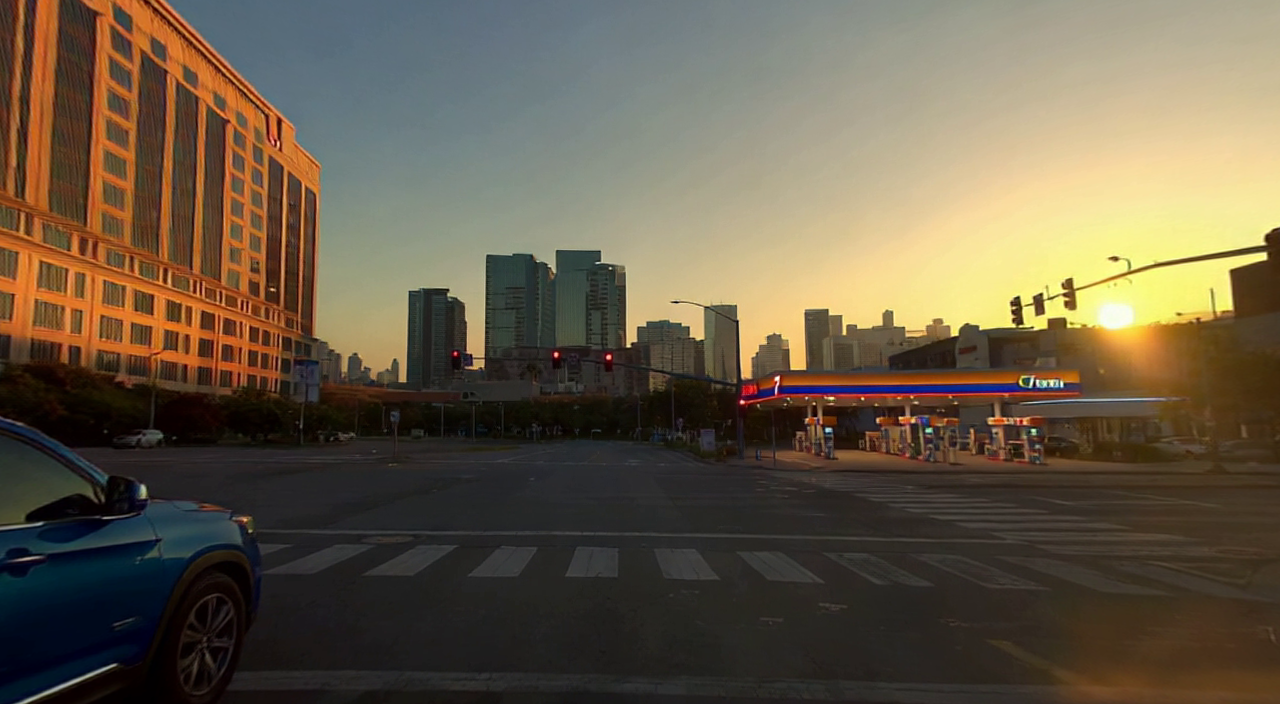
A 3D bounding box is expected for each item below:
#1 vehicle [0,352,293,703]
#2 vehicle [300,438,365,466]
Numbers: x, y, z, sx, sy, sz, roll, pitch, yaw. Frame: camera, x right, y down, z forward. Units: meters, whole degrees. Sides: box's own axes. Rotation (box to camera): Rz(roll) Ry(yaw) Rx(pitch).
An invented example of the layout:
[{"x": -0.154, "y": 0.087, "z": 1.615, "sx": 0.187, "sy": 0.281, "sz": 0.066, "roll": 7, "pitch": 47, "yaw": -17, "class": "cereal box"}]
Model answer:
[{"x": -3.423, "y": 0.806, "z": 2.038, "sx": 2.053, "sy": 1.690, "sz": 4.364, "roll": 0, "pitch": -9, "yaw": 0, "class": "vehicle"}, {"x": -20.465, "y": 6.679, "z": 42.145, "sx": 2.004, "sy": 1.699, "sz": 4.486, "roll": 0, "pitch": -9, "yaw": 1, "class": "vehicle"}]
